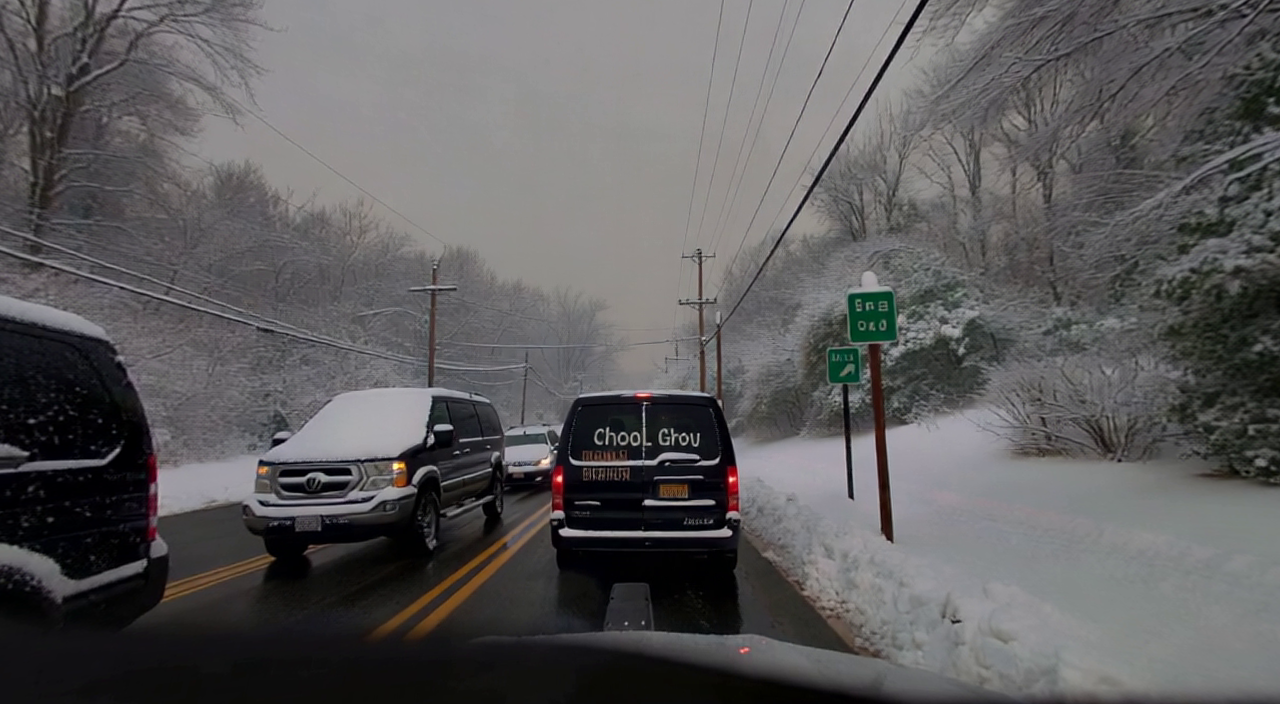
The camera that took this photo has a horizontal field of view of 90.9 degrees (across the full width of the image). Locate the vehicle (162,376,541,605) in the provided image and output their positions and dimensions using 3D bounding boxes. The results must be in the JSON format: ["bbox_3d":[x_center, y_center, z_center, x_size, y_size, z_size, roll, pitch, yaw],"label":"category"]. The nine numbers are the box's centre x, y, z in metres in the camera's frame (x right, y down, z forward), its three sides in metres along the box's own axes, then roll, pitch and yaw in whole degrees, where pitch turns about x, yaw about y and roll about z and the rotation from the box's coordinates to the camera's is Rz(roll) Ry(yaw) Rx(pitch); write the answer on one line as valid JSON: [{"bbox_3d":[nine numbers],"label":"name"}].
[{"bbox_3d":[-2.758,1.479,7.614,2.109,1.851,4.749,-1,-8,3],"label":"vehicle"}]

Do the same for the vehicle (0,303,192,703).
[{"bbox_3d":[-3.142,0.499,0.244,2.160,1.796,4.997,0,-8,1],"label":"vehicle"}]

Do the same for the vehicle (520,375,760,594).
[{"bbox_3d":[0.102,1.464,7.691,2.117,1.911,4.095,-1,-8,3],"label":"vehicle"}]
